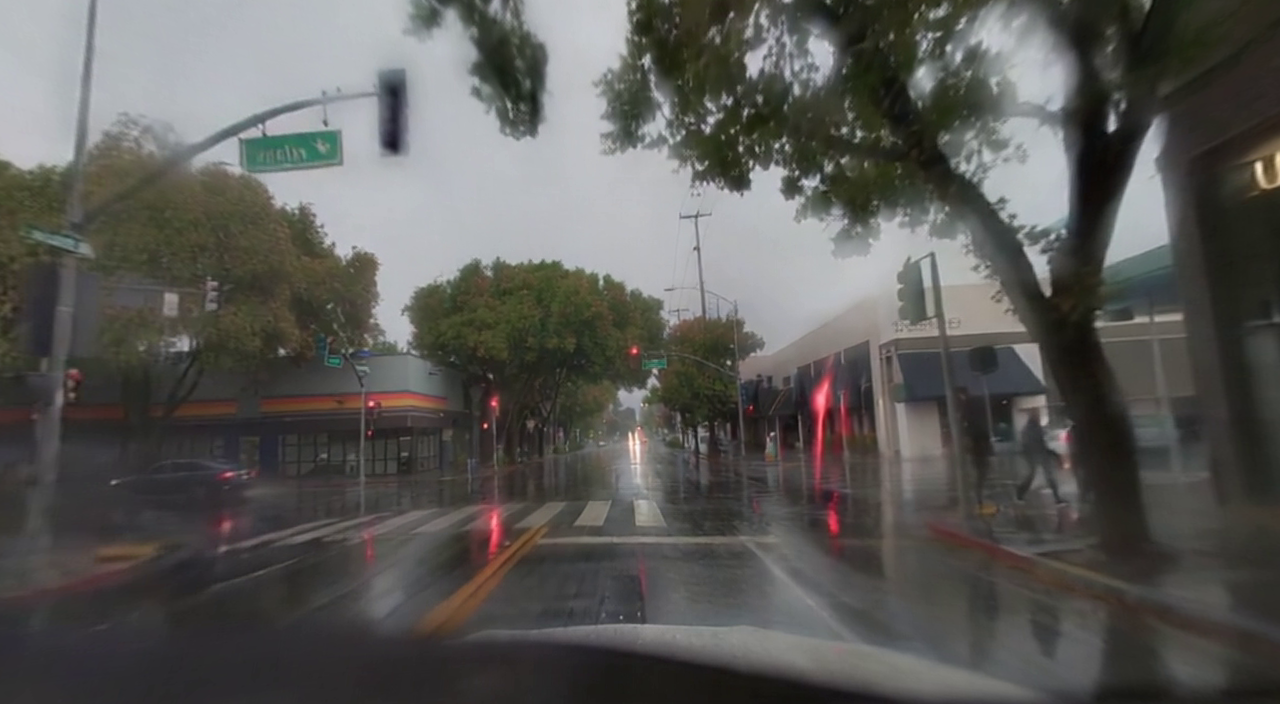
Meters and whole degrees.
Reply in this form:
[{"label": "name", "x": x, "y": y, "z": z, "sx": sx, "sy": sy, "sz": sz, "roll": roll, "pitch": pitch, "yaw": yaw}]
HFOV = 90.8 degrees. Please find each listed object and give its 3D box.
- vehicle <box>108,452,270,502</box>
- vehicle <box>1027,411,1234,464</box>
[{"label": "vehicle", "x": -15.849, "y": 4.388, "z": 22.302, "sx": 4.624, "sy": 1.478, "sz": 2.118, "roll": -4, "pitch": -7, "yaw": 14}, {"label": "vehicle", "x": 14.532, "y": 2.581, "z": 18.923, "sx": 4.632, "sy": 1.484, "sz": 1.907, "roll": 0, "pitch": -9, "yaw": -2}]
